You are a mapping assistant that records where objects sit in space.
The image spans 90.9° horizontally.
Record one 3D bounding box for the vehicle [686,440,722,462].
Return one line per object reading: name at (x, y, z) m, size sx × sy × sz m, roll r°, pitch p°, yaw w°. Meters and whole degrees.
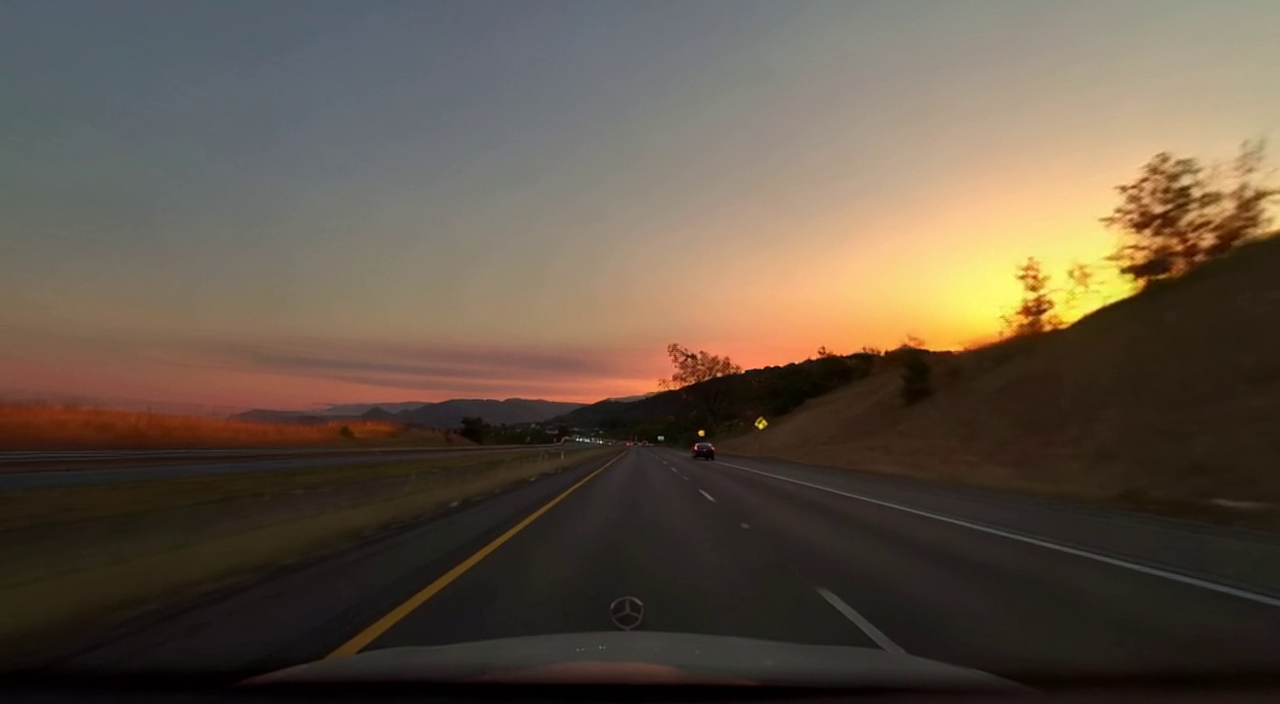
vehicle at (4.519, 7.064, 45.194) m, size 2.012 × 1.476 × 4.256 m, roll 0°, pitch -8°, yaw -2°
